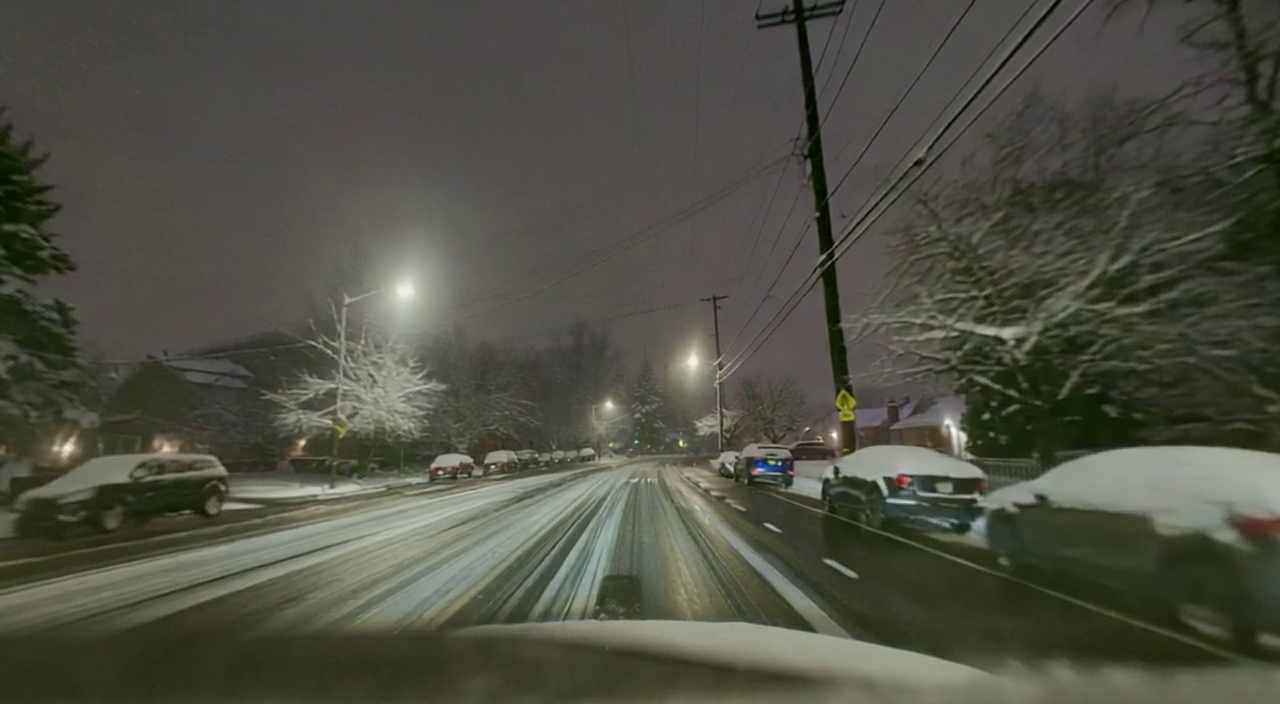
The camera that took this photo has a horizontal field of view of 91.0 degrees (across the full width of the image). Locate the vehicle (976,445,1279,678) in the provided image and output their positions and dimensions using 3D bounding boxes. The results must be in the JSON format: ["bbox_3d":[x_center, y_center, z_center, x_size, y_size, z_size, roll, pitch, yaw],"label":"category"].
[{"bbox_3d":[5.035,1.543,5.366,1.924,1.471,4.259,0,-9,-1],"label":"vehicle"}]

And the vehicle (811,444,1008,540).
[{"bbox_3d":[4.959,2.600,12.400,1.978,1.529,4.357,0,-9,1],"label":"vehicle"}]

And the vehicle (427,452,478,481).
[{"bbox_3d":[-12.051,7.385,40.715,1.907,1.612,4.594,-3,-10,1],"label":"vehicle"}]

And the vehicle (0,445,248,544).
[{"bbox_3d":[-12.049,3.290,15.289,2.116,1.875,4.675,-3,-9,-1],"label":"vehicle"}]

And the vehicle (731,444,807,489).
[{"bbox_3d":[5.120,4.624,25.823,2.009,1.649,5.156,0,-9,0],"label":"vehicle"}]

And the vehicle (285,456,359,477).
[{"bbox_3d":[-23.255,8.378,46.121,4.326,1.468,2.025,0,-9,2],"label":"vehicle"}]
